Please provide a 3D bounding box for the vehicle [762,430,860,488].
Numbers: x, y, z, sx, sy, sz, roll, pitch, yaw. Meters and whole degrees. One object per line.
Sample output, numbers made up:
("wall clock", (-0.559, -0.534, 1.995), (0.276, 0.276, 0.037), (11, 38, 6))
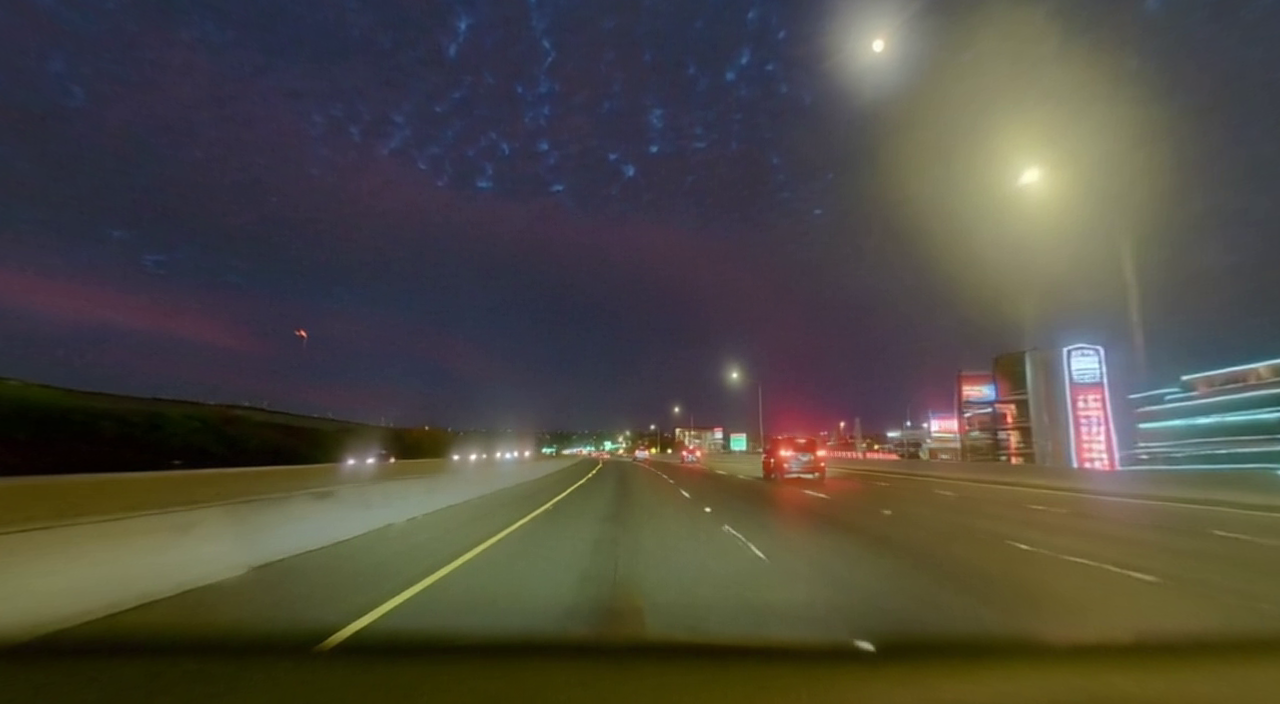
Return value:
("vehicle", (6.282, 4.011, 23.945), (2.181, 1.952, 4.973), (0, -9, -2))
